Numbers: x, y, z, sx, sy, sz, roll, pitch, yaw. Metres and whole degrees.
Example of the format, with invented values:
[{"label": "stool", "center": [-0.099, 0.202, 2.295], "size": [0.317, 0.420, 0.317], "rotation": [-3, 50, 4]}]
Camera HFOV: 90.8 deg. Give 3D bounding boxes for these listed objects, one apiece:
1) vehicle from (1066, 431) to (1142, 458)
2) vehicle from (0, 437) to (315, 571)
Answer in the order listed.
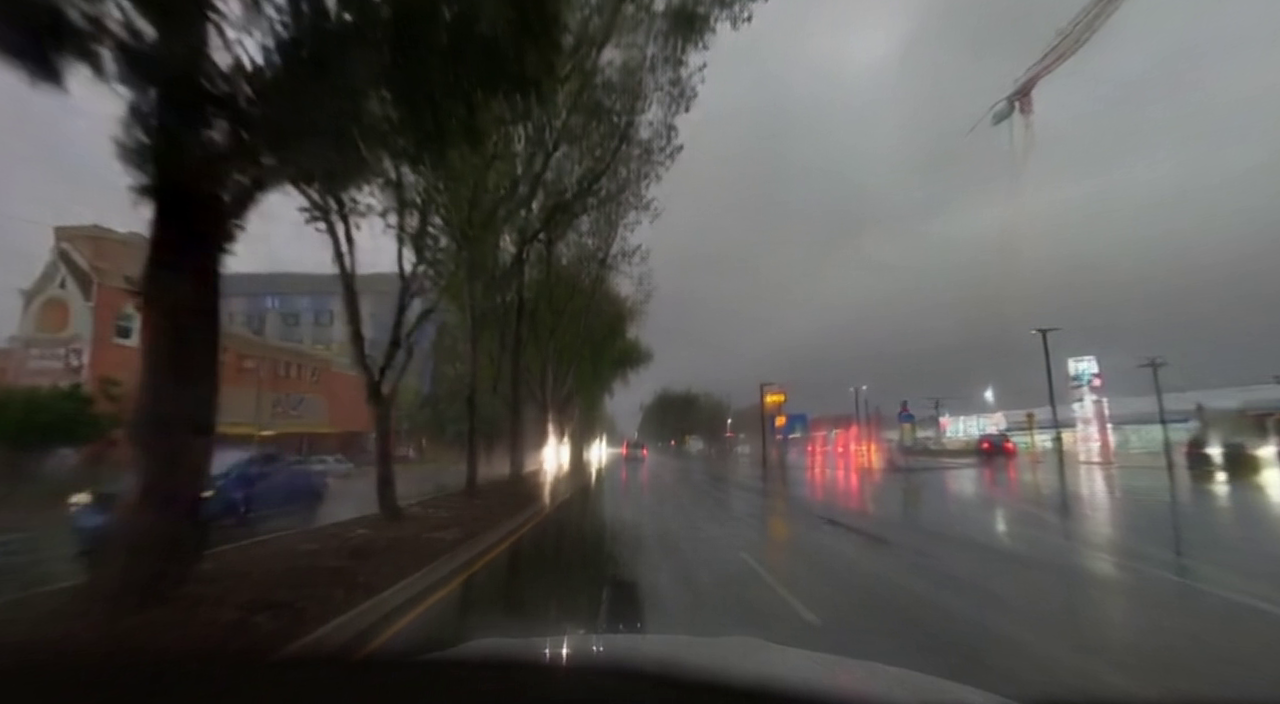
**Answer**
[{"label": "vehicle", "center": [35.801, 7.133, 48.787], "size": [4.710, 1.864, 1.949], "rotation": [-1, -8, -14]}, {"label": "vehicle", "center": [-7.580, 2.317, 10.508], "size": [2.008, 1.701, 4.430], "rotation": [0, -9, -1]}]
